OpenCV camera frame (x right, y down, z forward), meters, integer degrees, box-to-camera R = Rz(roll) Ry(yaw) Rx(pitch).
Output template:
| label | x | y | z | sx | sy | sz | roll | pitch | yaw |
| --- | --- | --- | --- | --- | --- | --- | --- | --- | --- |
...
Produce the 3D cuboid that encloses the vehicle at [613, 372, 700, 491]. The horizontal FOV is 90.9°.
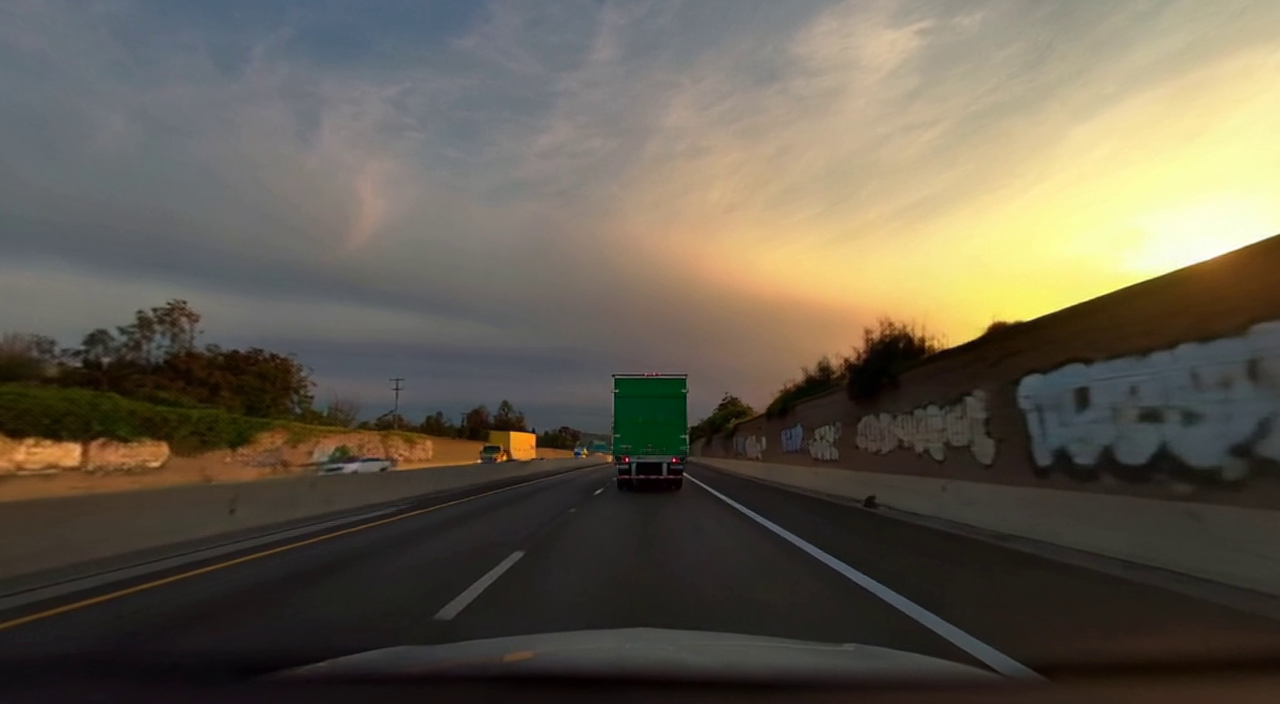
| label | x | y | z | sx | sy | sz | roll | pitch | yaw |
| --- | --- | --- | --- | --- | --- | --- | --- | --- | --- |
| vehicle | 0.435 | 3.439 | 26.236 | 2.900 | 3.955 | 10.151 | 0 | -9 | -1 |
